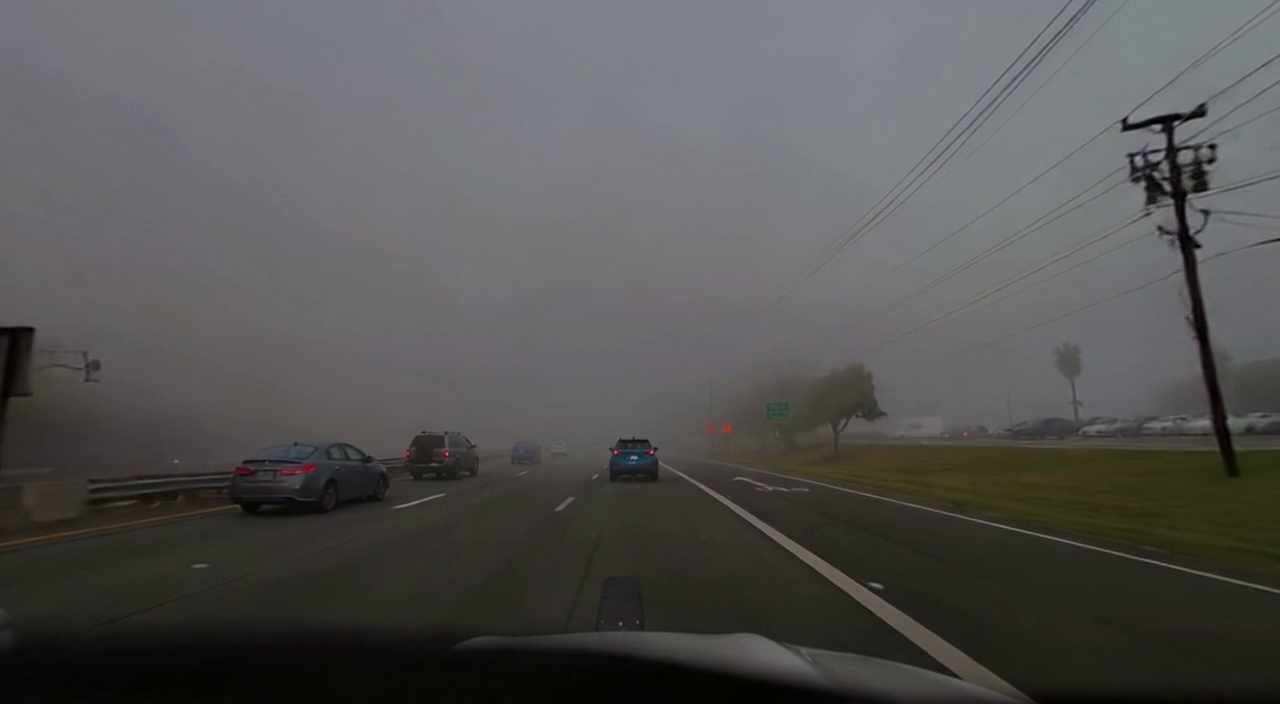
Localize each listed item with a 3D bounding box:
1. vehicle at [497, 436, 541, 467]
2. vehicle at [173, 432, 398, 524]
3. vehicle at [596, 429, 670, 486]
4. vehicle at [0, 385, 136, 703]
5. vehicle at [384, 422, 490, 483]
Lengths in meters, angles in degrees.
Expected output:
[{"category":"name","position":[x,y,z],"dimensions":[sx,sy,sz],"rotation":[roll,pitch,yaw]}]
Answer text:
[{"category":"vehicle","position":[-7.289,5.988,38.339],"dimensions":[1.914,1.756,4.179],"rotation":[0,-8,-1]},{"category":"vehicle","position":[-6.697,2.410,12.691],"dimensions":[1.900,1.483,4.547],"rotation":[0,-8,0]},{"category":"vehicle","position":[-0.234,3.395,20.586],"dimensions":[2.140,1.653,4.108],"rotation":[0,-8,-1]},{"category":"vehicle","position":[-3.159,0.605,0.209],"dimensions":[2.174,1.510,4.636],"rotation":[0,-8,0]},{"category":"vehicle","position":[-7.048,3.559,22.601],"dimensions":[2.144,1.905,4.967],"rotation":[0,-8,0]}]
